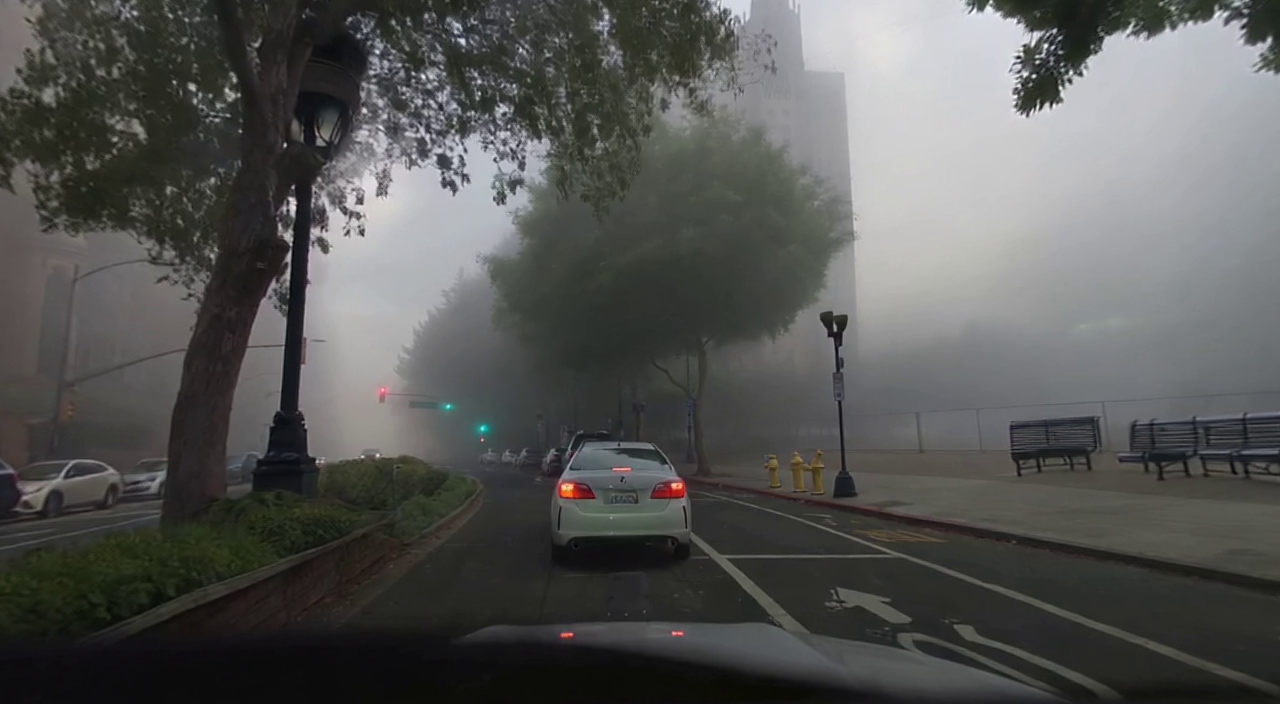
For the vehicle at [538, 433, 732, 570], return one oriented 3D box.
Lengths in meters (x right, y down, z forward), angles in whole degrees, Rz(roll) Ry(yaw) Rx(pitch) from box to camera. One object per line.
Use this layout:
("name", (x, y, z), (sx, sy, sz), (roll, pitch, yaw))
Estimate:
("vehicle", (-0.240, 1.939, 9.012), (2.142, 1.475, 4.051), (1, -8, -6))
